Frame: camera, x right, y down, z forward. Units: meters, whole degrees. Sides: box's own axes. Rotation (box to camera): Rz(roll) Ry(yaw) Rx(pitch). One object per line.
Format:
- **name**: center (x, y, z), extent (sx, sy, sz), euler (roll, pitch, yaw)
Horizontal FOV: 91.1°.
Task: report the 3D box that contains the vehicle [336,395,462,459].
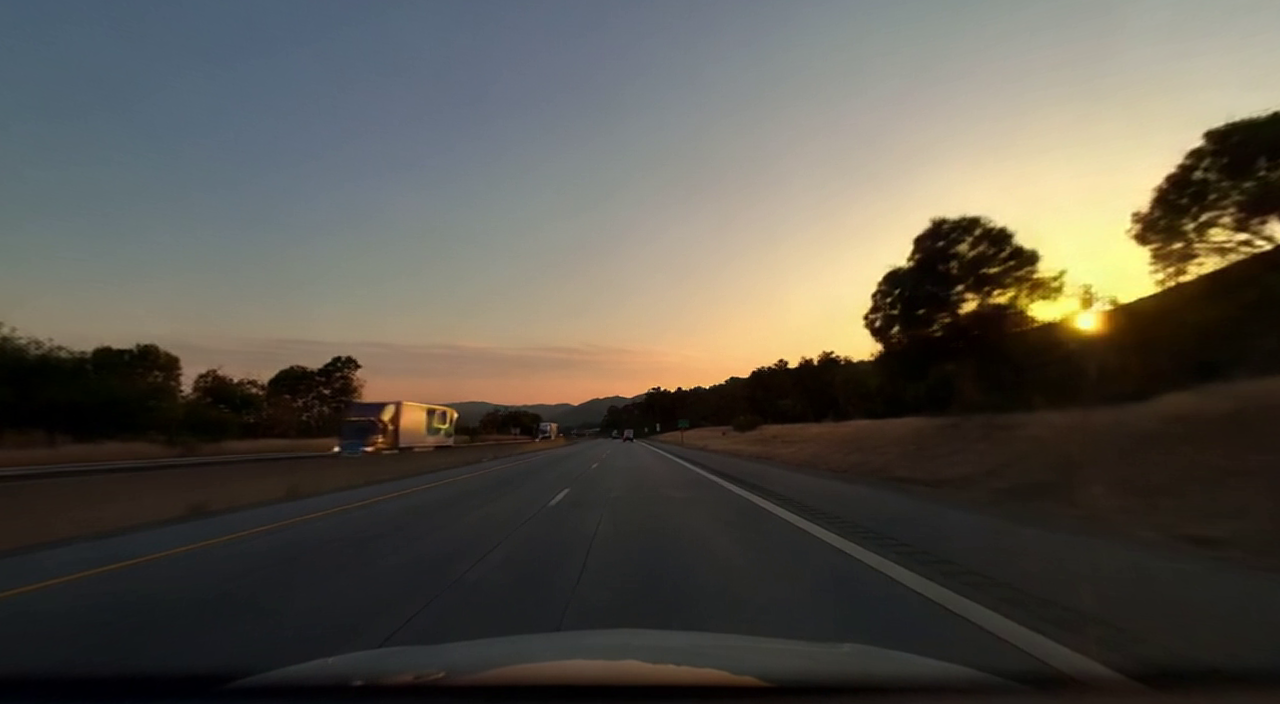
- **vehicle**: center (-17.426, 5.799, 47.706), extent (3.459, 3.900, 16.947), euler (-1, -8, -2)
